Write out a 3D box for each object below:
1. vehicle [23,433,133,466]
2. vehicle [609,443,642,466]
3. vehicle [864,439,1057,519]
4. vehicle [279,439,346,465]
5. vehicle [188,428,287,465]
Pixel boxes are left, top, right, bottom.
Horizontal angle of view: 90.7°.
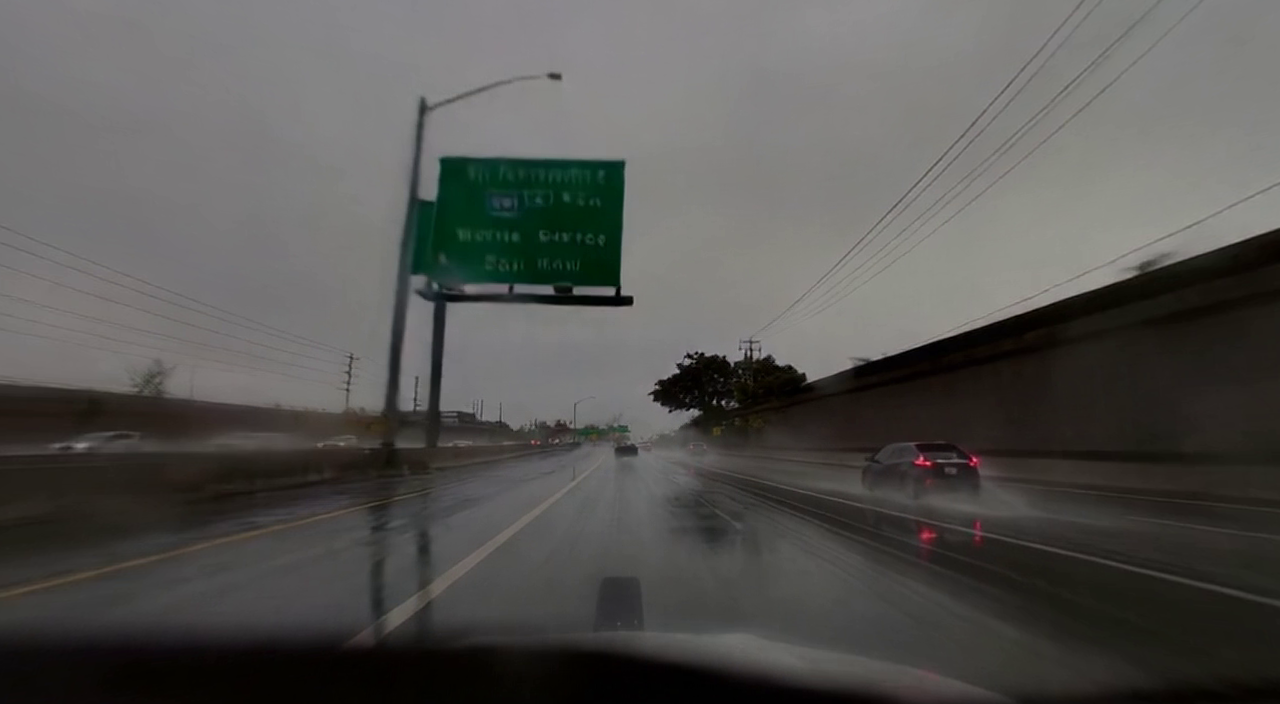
[{"bbox_3d":[-31.246,5.452,35.396,2.036,1.697,4.566,0,-9,-1],"label":"vehicle"},{"bbox_3d":[-1.036,6.973,43.215,2.109,1.489,4.027,0,-8,-2],"label":"vehicle"},{"bbox_3d":[6.622,2.639,13.717,1.876,1.451,4.154,0,-9,-2],"label":"vehicle"},{"bbox_3d":[-20.093,6.169,39.045,1.849,1.498,4.484,0,-8,-2],"label":"vehicle"},{"bbox_3d":[-24.057,5.715,38.202,2.310,2.019,5.765,0,-9,-2],"label":"vehicle"}]
